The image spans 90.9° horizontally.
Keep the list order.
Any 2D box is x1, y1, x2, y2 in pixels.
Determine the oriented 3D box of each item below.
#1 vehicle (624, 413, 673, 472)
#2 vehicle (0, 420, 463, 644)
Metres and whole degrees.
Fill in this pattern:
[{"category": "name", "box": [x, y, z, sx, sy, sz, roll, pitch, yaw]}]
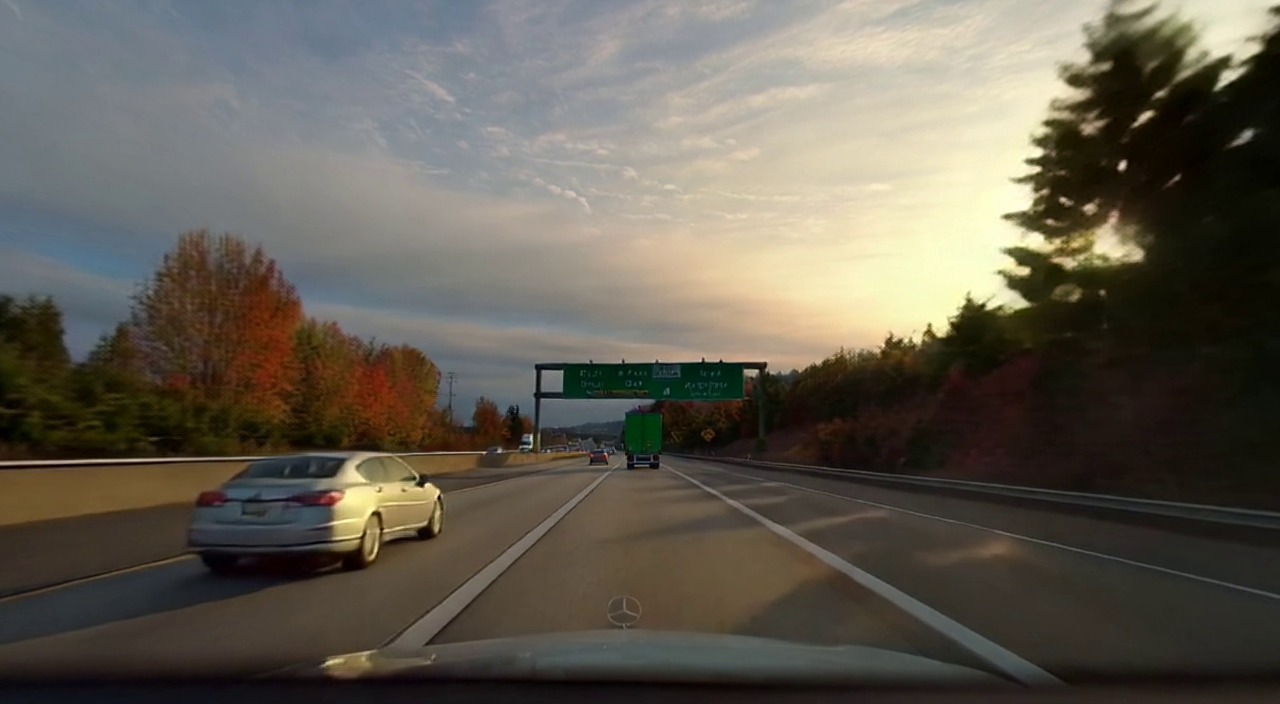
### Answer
[{"category": "vehicle", "box": [0.417, 6.273, 43.386, 2.893, 3.628, 9.081, 0, -9, -2]}, {"category": "vehicle", "box": [-3.779, 1.640, 6.965, 2.114, 1.523, 5.110, 0, -9, 1]}]
